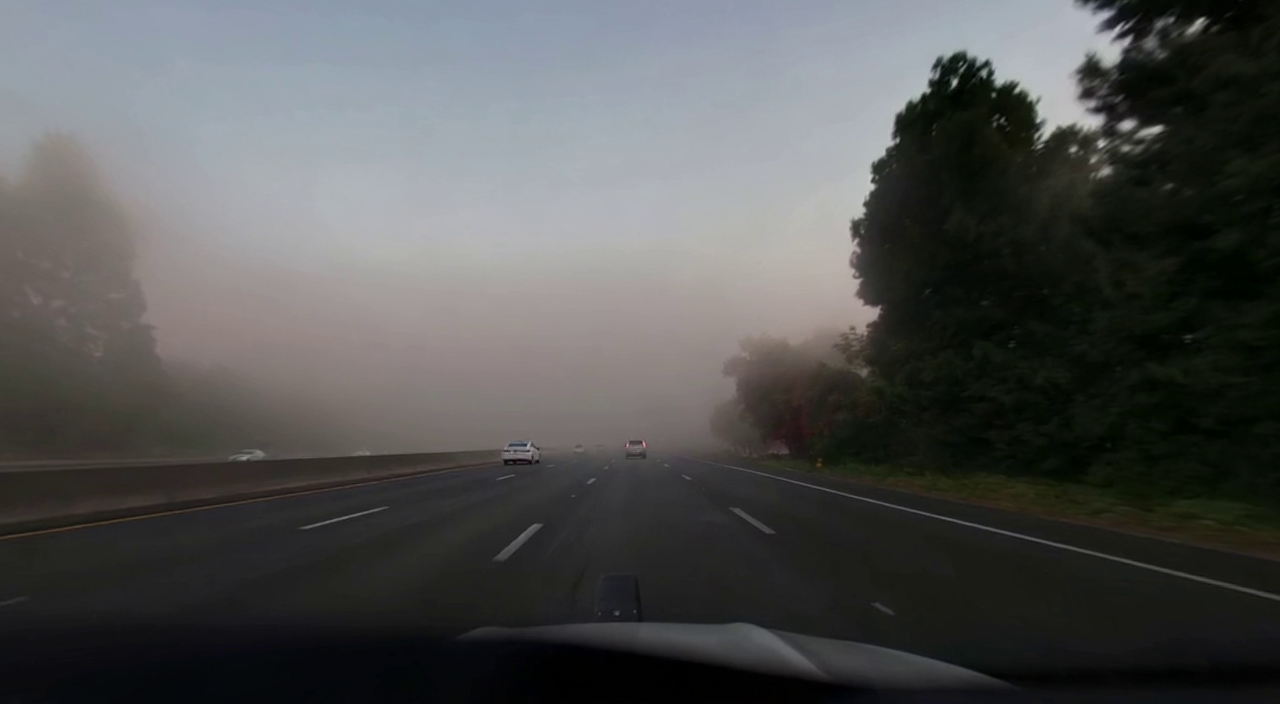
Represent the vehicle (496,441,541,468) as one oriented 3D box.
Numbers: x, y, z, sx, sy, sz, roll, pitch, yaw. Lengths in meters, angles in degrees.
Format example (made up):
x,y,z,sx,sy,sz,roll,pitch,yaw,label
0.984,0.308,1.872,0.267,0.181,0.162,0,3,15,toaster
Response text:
x,y,z,sx,sy,sz,roll,pitch,yaw,label
-7.674,6.513,40.225,1.991,1.572,4.314,0,-9,0,vehicle
